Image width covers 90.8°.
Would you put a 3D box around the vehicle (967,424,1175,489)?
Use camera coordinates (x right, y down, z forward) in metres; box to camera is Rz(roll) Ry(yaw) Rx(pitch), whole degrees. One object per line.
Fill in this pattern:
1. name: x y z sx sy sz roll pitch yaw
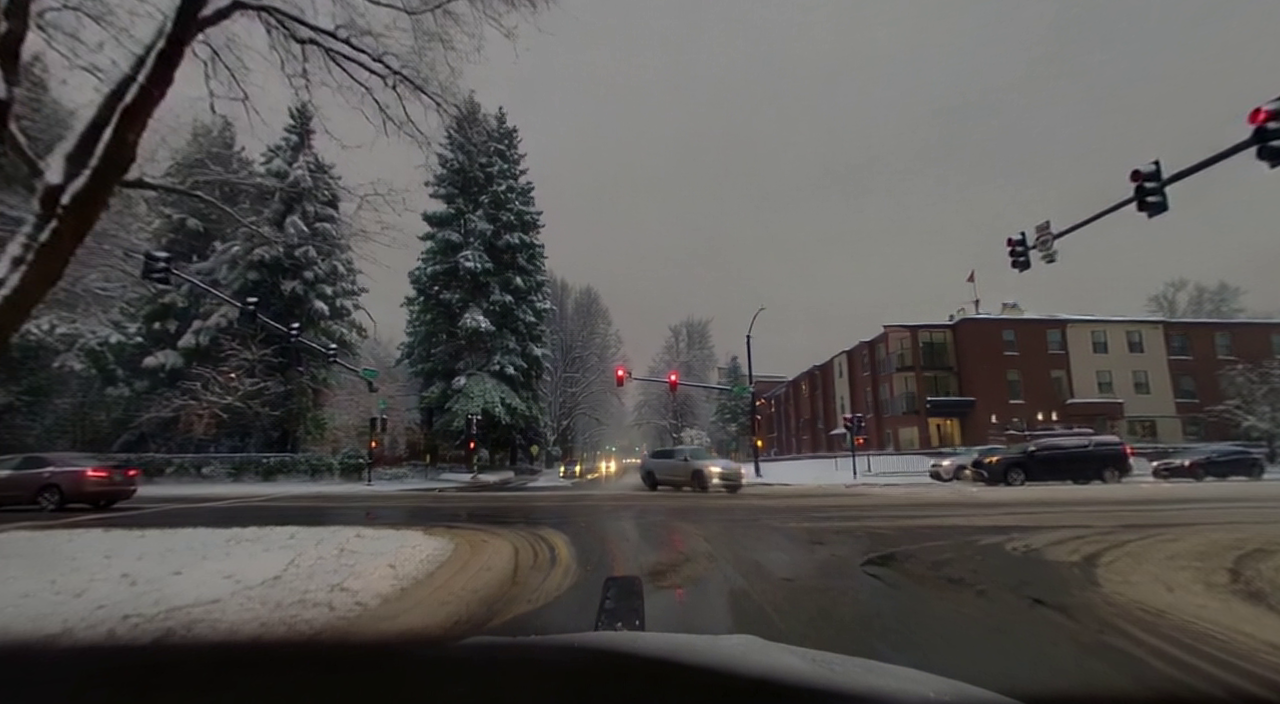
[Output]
1. vehicle: 16.740 4.089 24.890 6.109 2.348 2.683 0 -9 1

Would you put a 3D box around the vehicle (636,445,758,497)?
1. vehicle: 2.016 4.421 24.010 2.162 1.740 4.728 5 -10 -32

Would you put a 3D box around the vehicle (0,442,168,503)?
1. vehicle: -18.481 3.833 20.111 4.798 1.763 2.536 -1 -10 0
